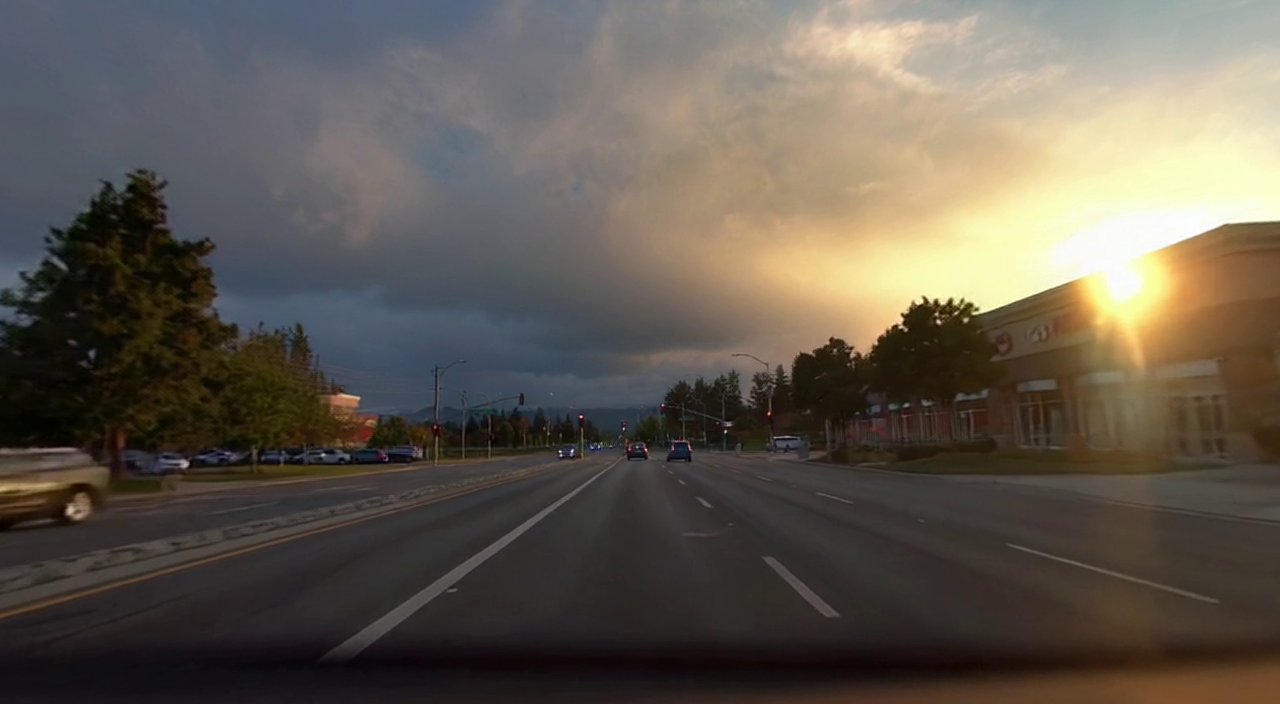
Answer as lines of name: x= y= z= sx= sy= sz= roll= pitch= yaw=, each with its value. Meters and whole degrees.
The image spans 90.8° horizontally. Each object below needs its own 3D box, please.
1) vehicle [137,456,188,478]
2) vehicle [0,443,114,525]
vehicle: x=-34.318 y=8.248 z=45.355 sx=4.381 sy=1.430 sz=1.899 roll=-7 pitch=-11 yaw=40
vehicle: x=-14.752 y=2.927 z=14.177 sx=1.967 sy=1.756 sz=4.471 roll=0 pitch=-9 yaw=0
